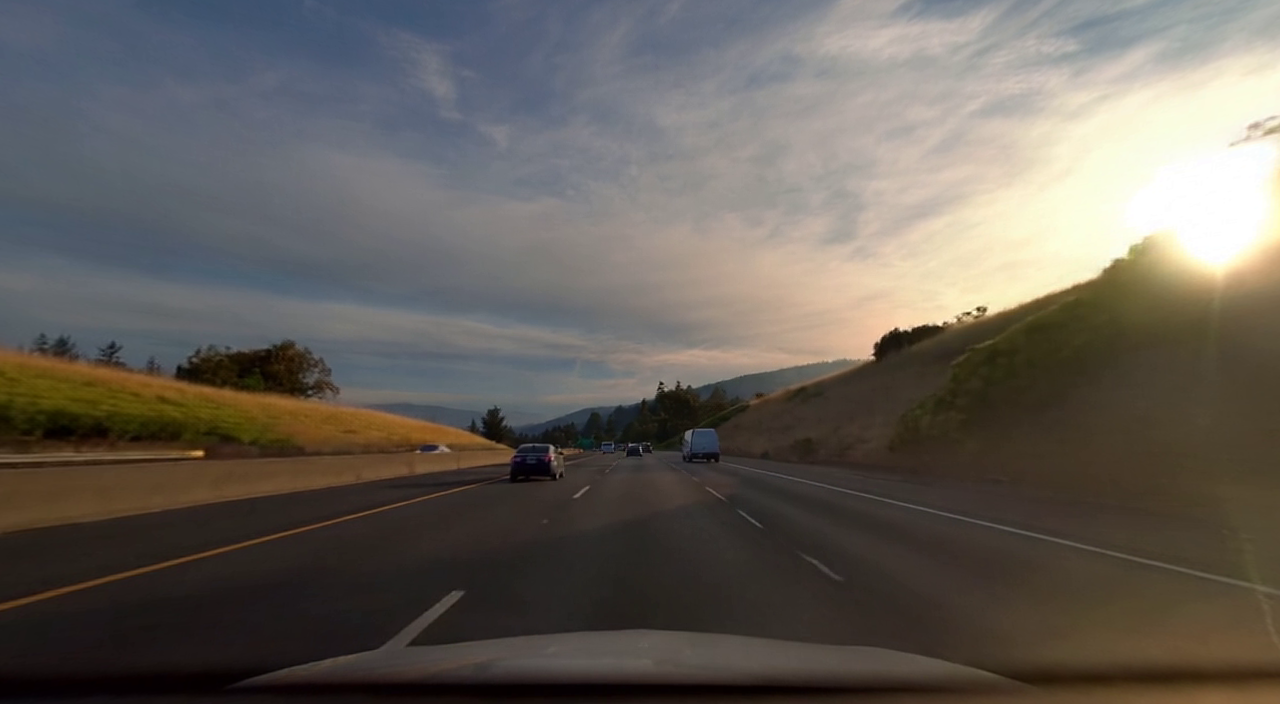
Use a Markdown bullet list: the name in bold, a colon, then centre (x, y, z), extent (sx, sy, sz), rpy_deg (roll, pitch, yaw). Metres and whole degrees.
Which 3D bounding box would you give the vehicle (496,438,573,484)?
- **vehicle**: centre (-3.796, 4.007, 23.425), extent (2.054, 1.529, 4.368), rpy_deg (0, -9, 1)

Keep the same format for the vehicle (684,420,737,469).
- **vehicle**: centre (4.000, 5.449, 37.036), extent (2.361, 2.636, 5.684), rpy_deg (0, -9, -1)
